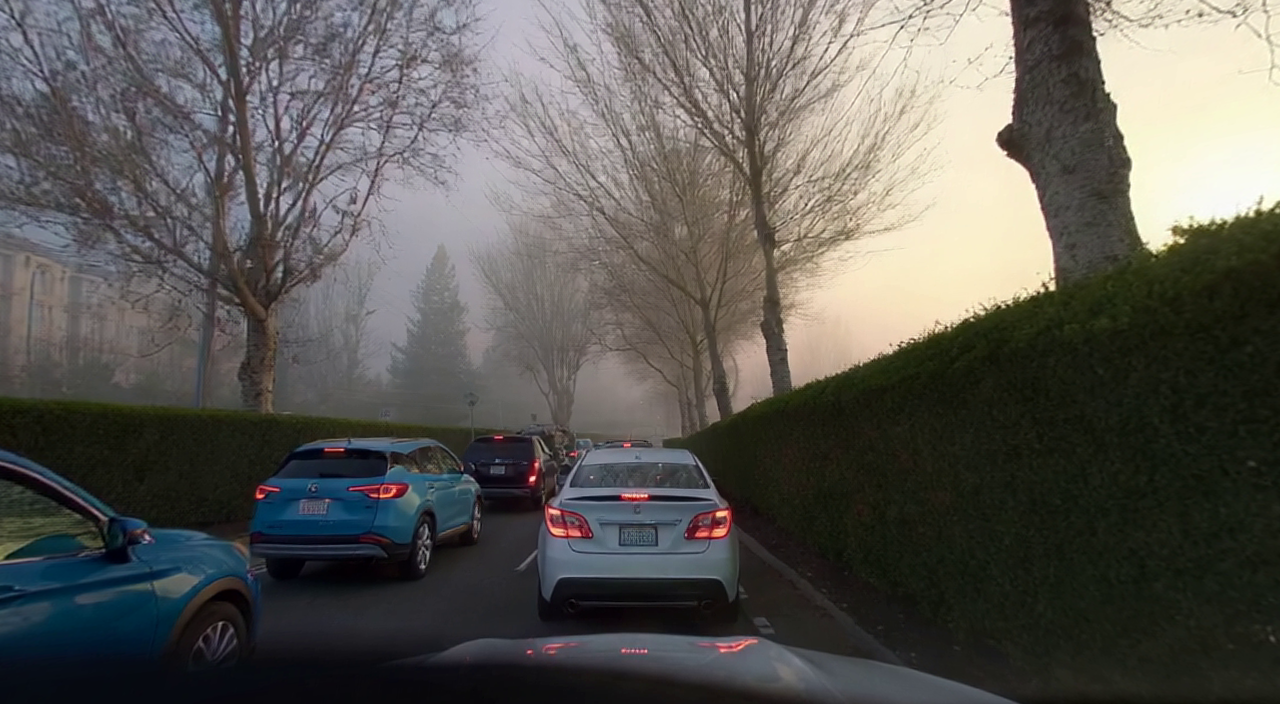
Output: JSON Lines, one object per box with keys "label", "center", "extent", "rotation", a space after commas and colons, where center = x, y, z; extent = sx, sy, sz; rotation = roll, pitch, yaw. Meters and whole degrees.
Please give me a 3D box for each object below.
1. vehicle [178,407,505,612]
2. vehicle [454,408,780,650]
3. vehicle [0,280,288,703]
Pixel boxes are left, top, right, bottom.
{"label": "vehicle", "center": [-3.403, 1.841, 8.304], "extent": [2.256, 1.728, 4.421], "rotation": [-6, -8, -2]}
{"label": "vehicle", "center": [-0.177, 1.489, 6.240], "extent": [2.154, 1.581, 4.007], "rotation": [0, -9, -1]}
{"label": "vehicle", "center": [-3.282, 0.671, 1.265], "extent": [2.205, 1.913, 5.327], "rotation": [-6, -8, -2]}
